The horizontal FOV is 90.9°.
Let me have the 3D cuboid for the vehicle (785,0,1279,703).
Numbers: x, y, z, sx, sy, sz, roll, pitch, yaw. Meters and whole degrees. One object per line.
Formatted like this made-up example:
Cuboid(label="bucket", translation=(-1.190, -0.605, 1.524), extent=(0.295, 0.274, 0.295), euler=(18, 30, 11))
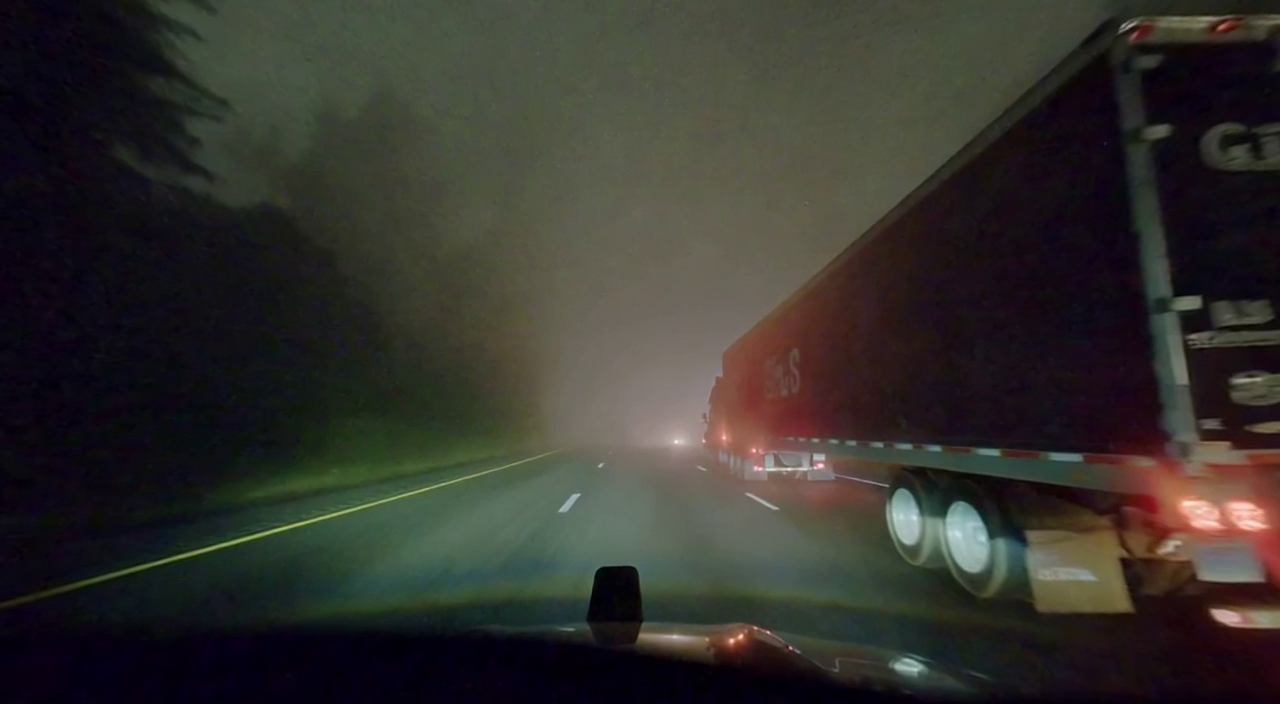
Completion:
Cuboid(label="vehicle", translation=(4.438, 0.335, 7.731), extent=(2.932, 4.022, 8.803), euler=(0, -8, -2))
